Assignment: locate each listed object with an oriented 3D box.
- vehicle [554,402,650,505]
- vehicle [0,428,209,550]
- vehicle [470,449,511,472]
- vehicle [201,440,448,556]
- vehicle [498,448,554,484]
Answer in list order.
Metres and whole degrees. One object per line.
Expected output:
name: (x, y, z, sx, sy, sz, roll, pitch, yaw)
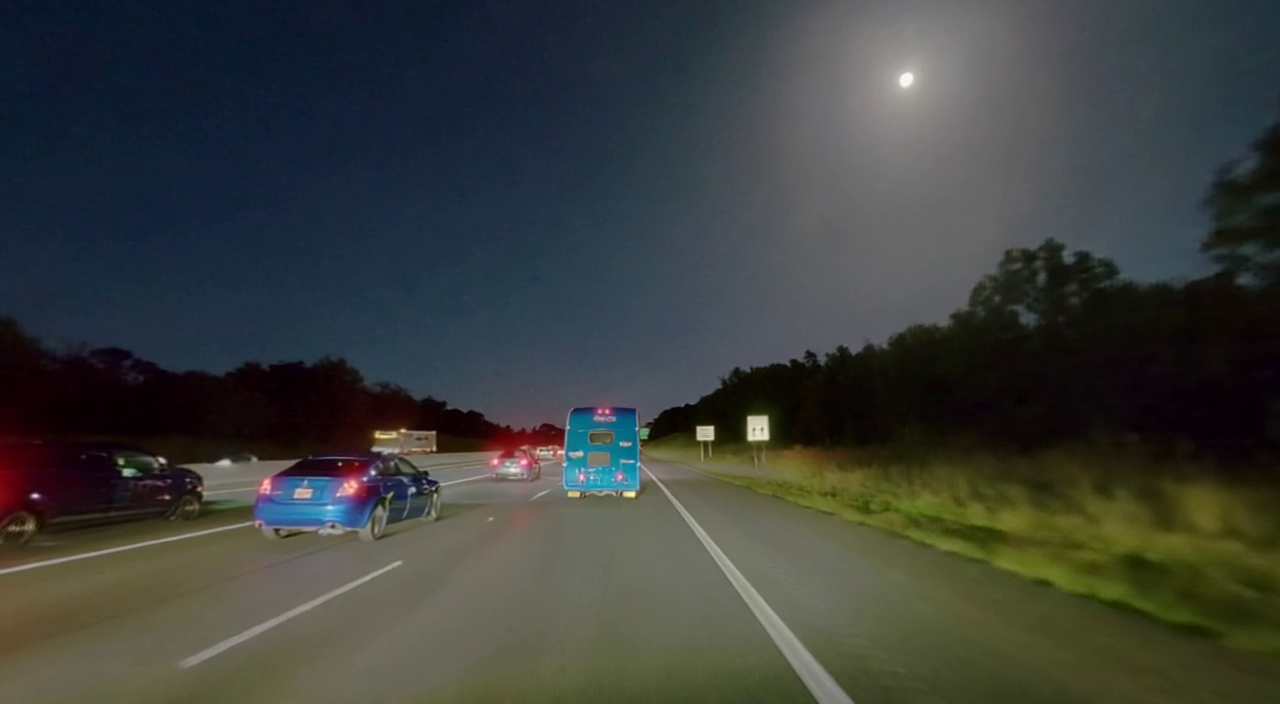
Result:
vehicle: (-1.008, 2.945, 18.443, 2.394, 2.556, 5.232, 0, -9, -1)
vehicle: (-9.627, 2.147, 10.365, 2.010, 1.621, 4.252, 0, -9, 0)
vehicle: (-10.133, 7.404, 42.920, 1.886, 1.462, 4.084, 0, -9, -1)
vehicle: (-4.641, 2.175, 10.074, 1.876, 1.438, 4.072, 0, -9, -1)
vehicle: (-5.017, 5.041, 28.123, 1.872, 1.480, 3.545, 0, -9, -1)
